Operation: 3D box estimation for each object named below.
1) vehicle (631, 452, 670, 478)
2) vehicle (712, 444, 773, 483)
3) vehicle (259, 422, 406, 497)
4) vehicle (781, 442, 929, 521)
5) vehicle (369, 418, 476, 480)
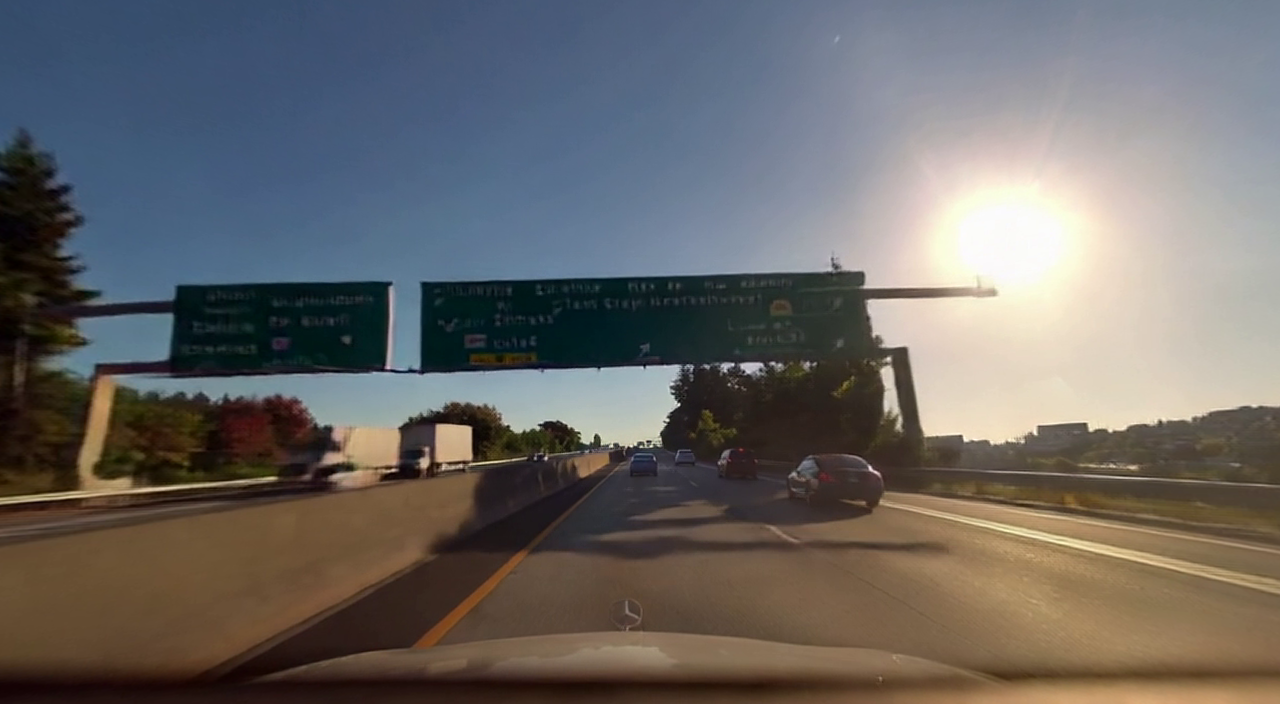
[{"bbox_3d":[0.516,6.161,34.528,2.012,1.320,3.777,0,-9,0],"label":"vehicle"},{"bbox_3d":[4.617,5.081,28.958,1.969,1.639,4.472,0,-9,-1],"label":"vehicle"},{"bbox_3d":[-13.255,4.736,28.041,2.620,2.854,7.426,0,-9,1],"label":"vehicle"},{"bbox_3d":[4.615,2.819,14.187,1.952,1.495,3.740,0,-9,-1],"label":"vehicle"},{"bbox_3d":[-16.471,7.695,49.648,2.898,4.087,15.230,0,-9,1],"label":"vehicle"}]
